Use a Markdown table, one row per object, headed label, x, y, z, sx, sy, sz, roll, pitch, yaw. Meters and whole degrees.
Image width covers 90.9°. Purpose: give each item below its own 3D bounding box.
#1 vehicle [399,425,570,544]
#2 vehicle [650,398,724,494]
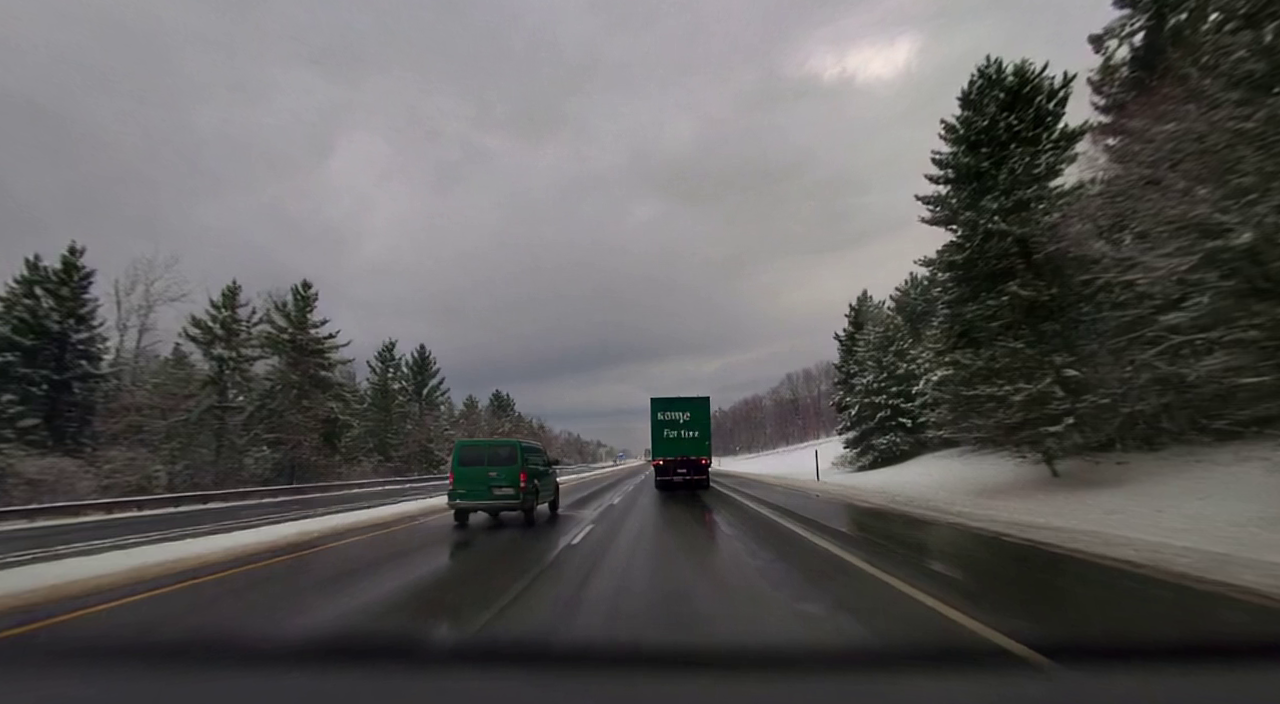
| label | x | y | z | sx | sy | sz | roll | pitch | yaw |
| --- | --- | --- | --- | --- | --- | --- | --- | --- | --- |
| vehicle | -2.702 | 2.428 | 12.116 | 2.105 | 1.865 | 4.102 | 0 | -9 | 2 |
| vehicle | 2.056 | 4.950 | 32.792 | 3.030 | 3.985 | 12.707 | 0 | -9 | 1 |
